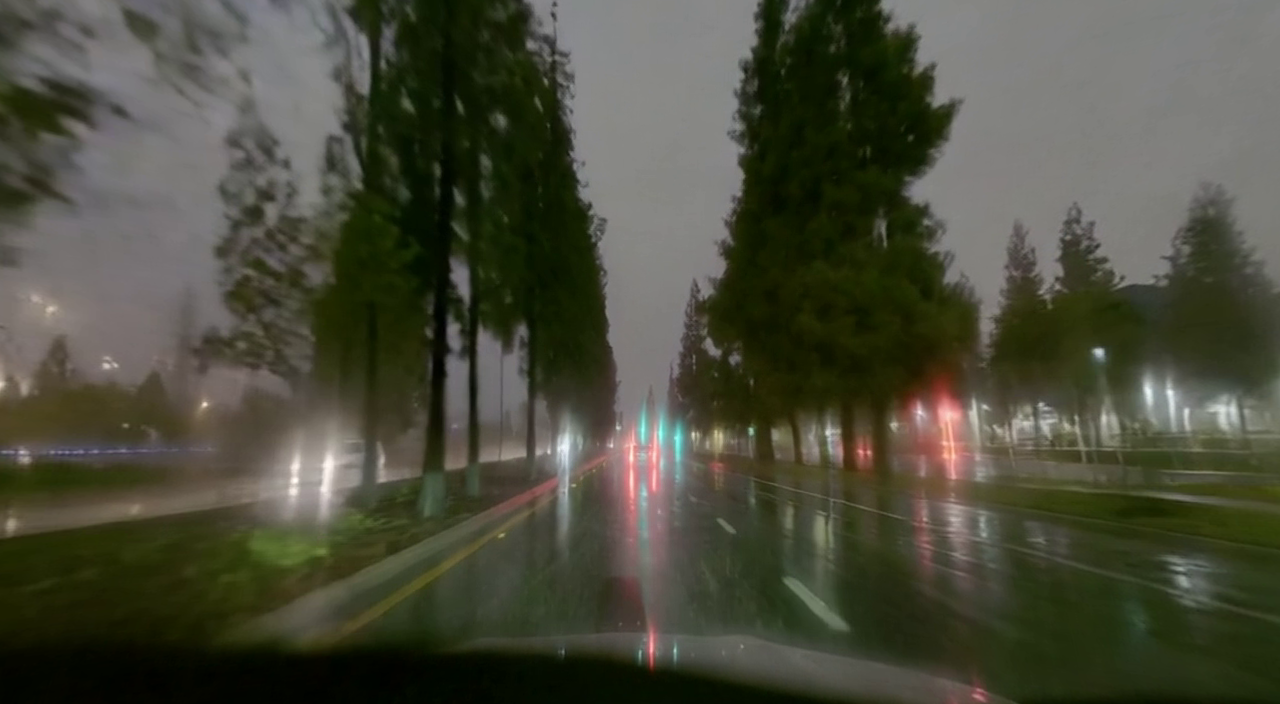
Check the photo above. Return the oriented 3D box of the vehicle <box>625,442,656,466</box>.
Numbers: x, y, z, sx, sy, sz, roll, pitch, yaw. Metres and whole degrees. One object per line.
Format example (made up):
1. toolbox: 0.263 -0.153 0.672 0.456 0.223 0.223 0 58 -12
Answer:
1. vehicle: 0.026 6.992 43.520 2.048 1.584 4.393 0 -8 -1
